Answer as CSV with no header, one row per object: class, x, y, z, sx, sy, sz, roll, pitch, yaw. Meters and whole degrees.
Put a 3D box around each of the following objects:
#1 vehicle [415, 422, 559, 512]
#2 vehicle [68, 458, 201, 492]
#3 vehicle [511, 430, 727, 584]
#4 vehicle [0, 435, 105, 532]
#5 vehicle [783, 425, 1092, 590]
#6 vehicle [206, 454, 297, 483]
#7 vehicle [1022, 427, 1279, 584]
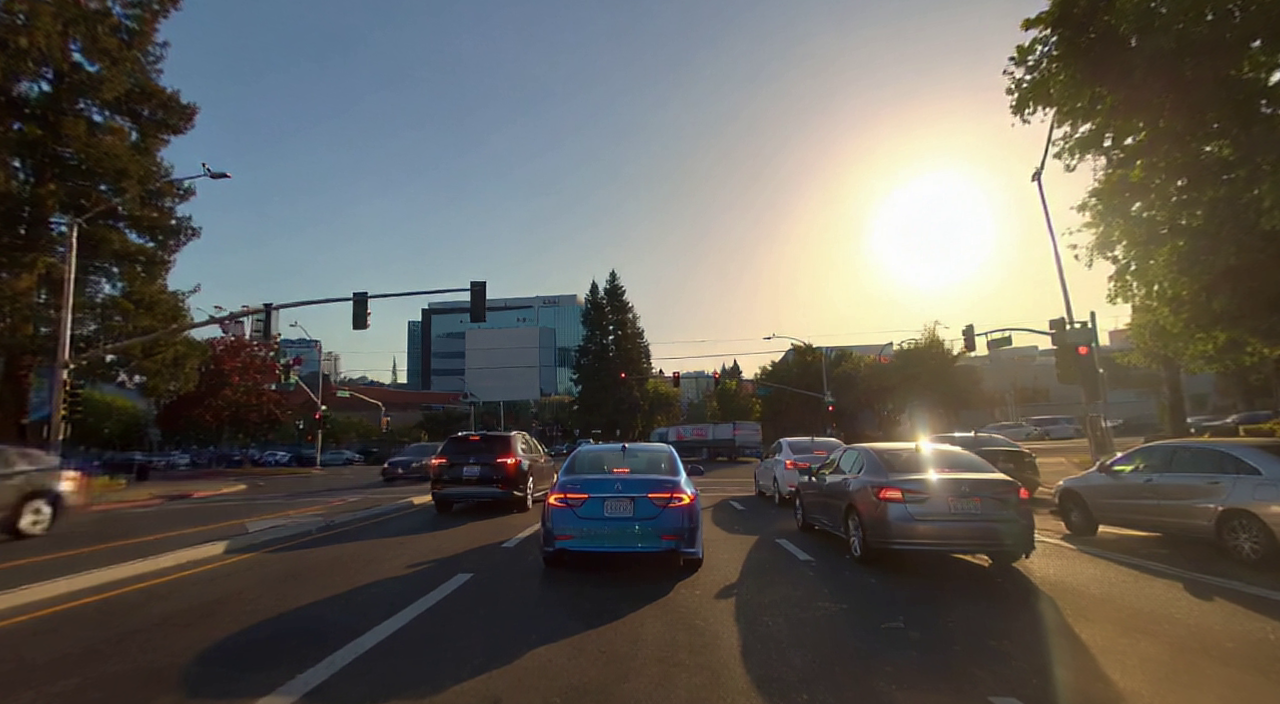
vehicle,-3.433,2.709,15.399,2.160,1.823,5.115,0,-8,1
vehicle,-25.236,6.141,31.753,4.679,1.488,2.052,2,-9,-13
vehicle,-0.175,1.800,8.161,2.098,1.477,3.897,0,-8,1
vehicle,-12.390,2.334,11.153,1.959,1.704,4.410,0,-8,0
vehicle,3.239,1.756,8.008,2.020,1.513,4.120,0,-8,2
vehicle,-23.438,7.019,38.267,4.238,1.671,1.898,2,-9,-13
vehicle,7.197,1.737,7.826,2.004,1.508,4.646,0,-8,0
